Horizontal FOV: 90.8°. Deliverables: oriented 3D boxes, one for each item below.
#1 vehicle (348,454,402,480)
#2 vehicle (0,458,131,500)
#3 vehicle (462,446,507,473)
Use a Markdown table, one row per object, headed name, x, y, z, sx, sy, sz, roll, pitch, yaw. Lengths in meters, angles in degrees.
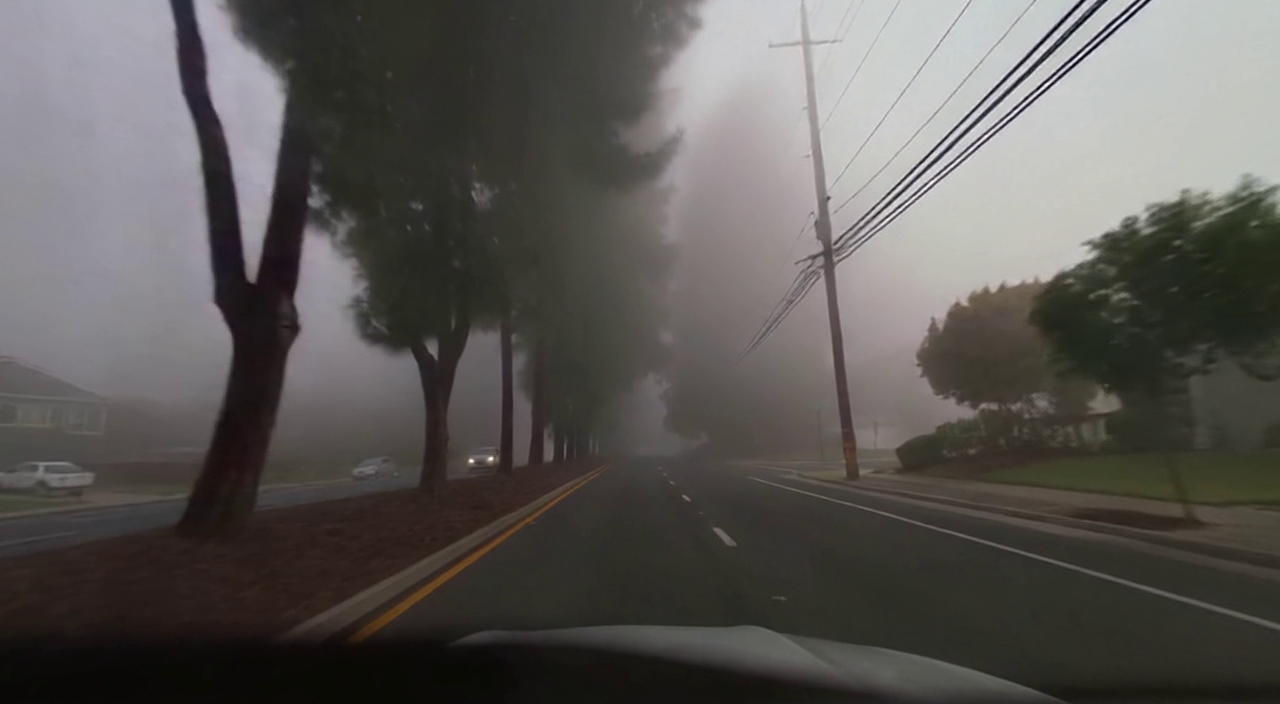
| name | x | y | z | sx | sy | sz | roll | pitch | yaw |
| --- | --- | --- | --- | --- | --- | --- | --- | --- | --- |
| vehicle | -19.098 | 8.273 | 45.699 | 1.955 | 1.584 | 4.664 | -2 | -8 | 0 |
| vehicle | -27.576 | 5.989 | 29.974 | 4.922 | 1.669 | 2.034 | -2 | -9 | -3 |
| vehicle | -10.394 | 7.163 | 42.487 | 1.933 | 1.709 | 4.063 | 0 | -8 | 0 |
